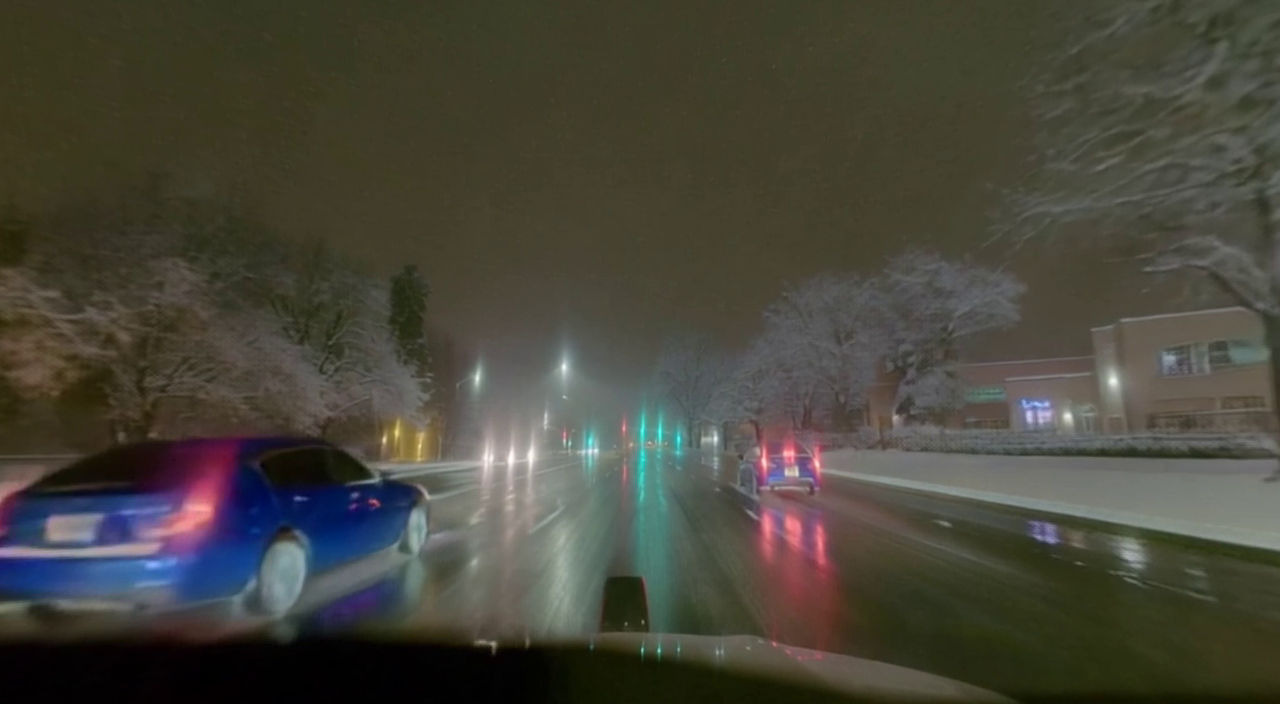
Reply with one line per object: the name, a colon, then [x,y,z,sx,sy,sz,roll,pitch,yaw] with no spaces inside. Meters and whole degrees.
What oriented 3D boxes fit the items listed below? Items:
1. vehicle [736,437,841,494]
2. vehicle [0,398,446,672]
vehicle: [4.191,3.270,18.608,1.977,1.474,4.399,0,-8,-1]
vehicle: [-3.471,1.323,5.671,2.001,1.504,4.212,0,-8,1]
